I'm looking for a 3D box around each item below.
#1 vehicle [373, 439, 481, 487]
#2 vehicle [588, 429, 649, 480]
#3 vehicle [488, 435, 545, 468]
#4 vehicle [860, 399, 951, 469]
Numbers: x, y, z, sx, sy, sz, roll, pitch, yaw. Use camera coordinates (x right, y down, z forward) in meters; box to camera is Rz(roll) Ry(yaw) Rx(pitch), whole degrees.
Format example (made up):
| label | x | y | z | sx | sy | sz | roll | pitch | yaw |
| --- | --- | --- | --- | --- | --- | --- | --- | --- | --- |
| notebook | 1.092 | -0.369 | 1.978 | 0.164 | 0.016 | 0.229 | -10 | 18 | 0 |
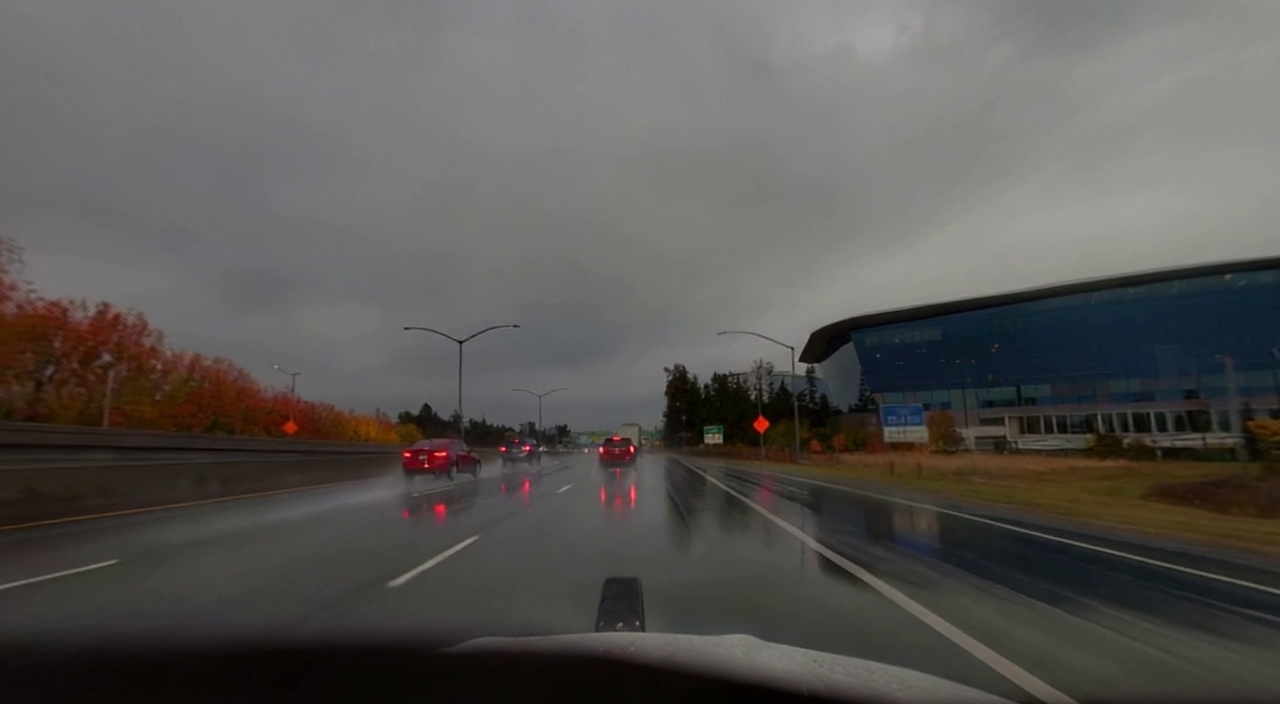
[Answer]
| label | x | y | z | sx | sy | sz | roll | pitch | yaw |
| --- | --- | --- | --- | --- | --- | --- | --- | --- | --- |
| vehicle | -7.300 | 3.830 | 22.131 | 2.074 | 1.495 | 4.643 | 0 | -8 | 1 |
| vehicle | -0.802 | 4.170 | 25.834 | 2.245 | 1.863 | 4.801 | 0 | -8 | 0 |
| vehicle | -7.620 | 6.204 | 39.491 | 2.328 | 1.927 | 5.880 | 0 | -8 | 0 |
| vehicle | 14.367 | 4.515 | 34.434 | 2.879 | 3.559 | 4.020 | 0 | -9 | -3 |
